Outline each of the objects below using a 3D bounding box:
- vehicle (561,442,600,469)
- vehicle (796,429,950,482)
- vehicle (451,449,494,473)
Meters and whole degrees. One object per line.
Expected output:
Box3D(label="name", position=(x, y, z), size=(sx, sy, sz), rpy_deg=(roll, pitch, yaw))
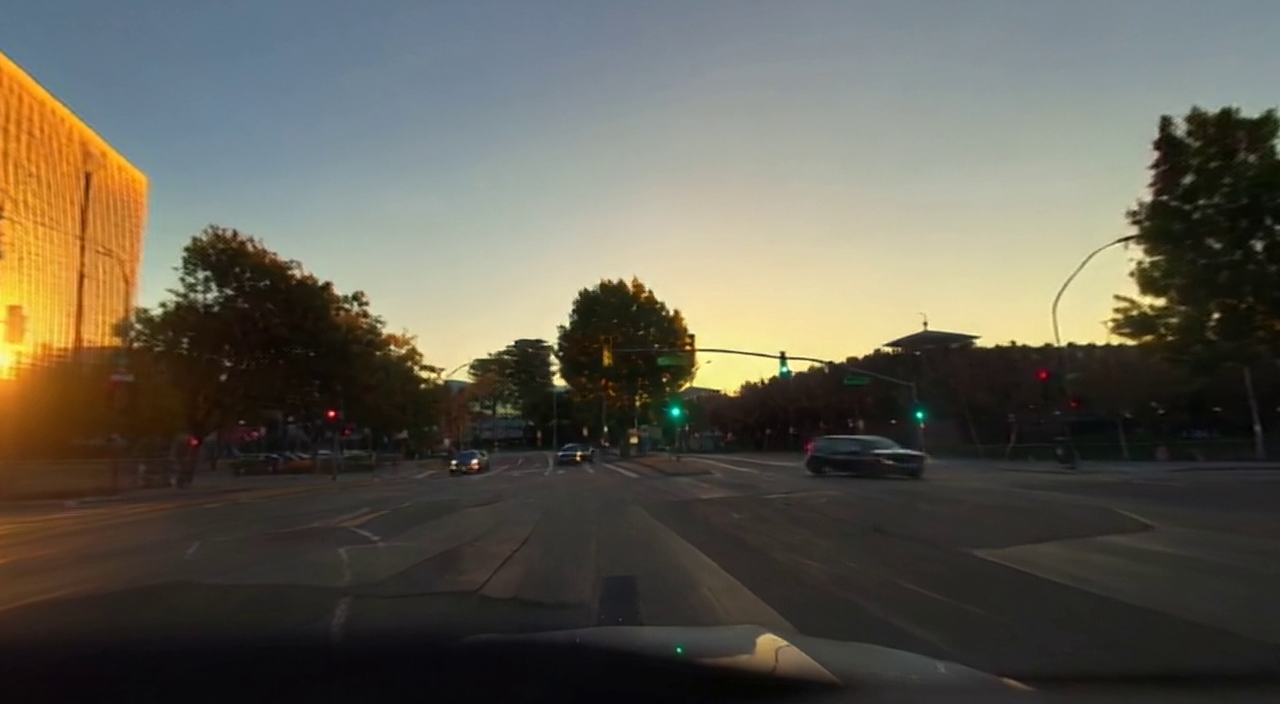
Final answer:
Box3D(label="vehicle", position=(-3.912, 6.872, 42.183), size=(2.034, 1.663, 4.025), rpy_deg=(-1, -8, 3))
Box3D(label="vehicle", position=(8.140, 3.634, 22.384), size=(4.652, 1.674, 1.998), rpy_deg=(-8, -12, 43))
Box3D(label="vehicle", position=(-11.364, 7.431, 43.128), size=(1.786, 1.499, 3.797), rpy_deg=(-1, -8, 2))
